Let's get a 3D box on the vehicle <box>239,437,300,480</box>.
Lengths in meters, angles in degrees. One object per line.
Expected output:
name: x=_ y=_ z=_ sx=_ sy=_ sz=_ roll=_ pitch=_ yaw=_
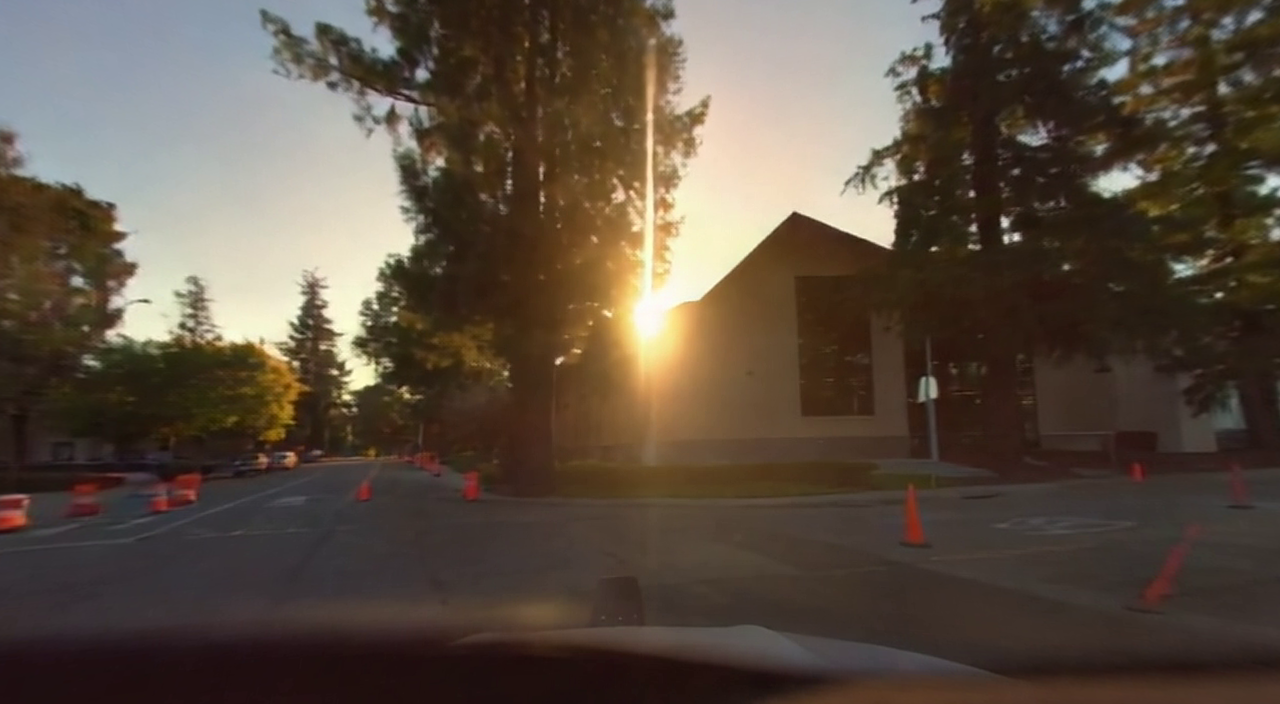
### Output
vehicle: x=-27.994 y=8.002 z=48.073 sx=2.510 sy=2.889 sz=6.493 roll=1 pitch=-7 yaw=-17
